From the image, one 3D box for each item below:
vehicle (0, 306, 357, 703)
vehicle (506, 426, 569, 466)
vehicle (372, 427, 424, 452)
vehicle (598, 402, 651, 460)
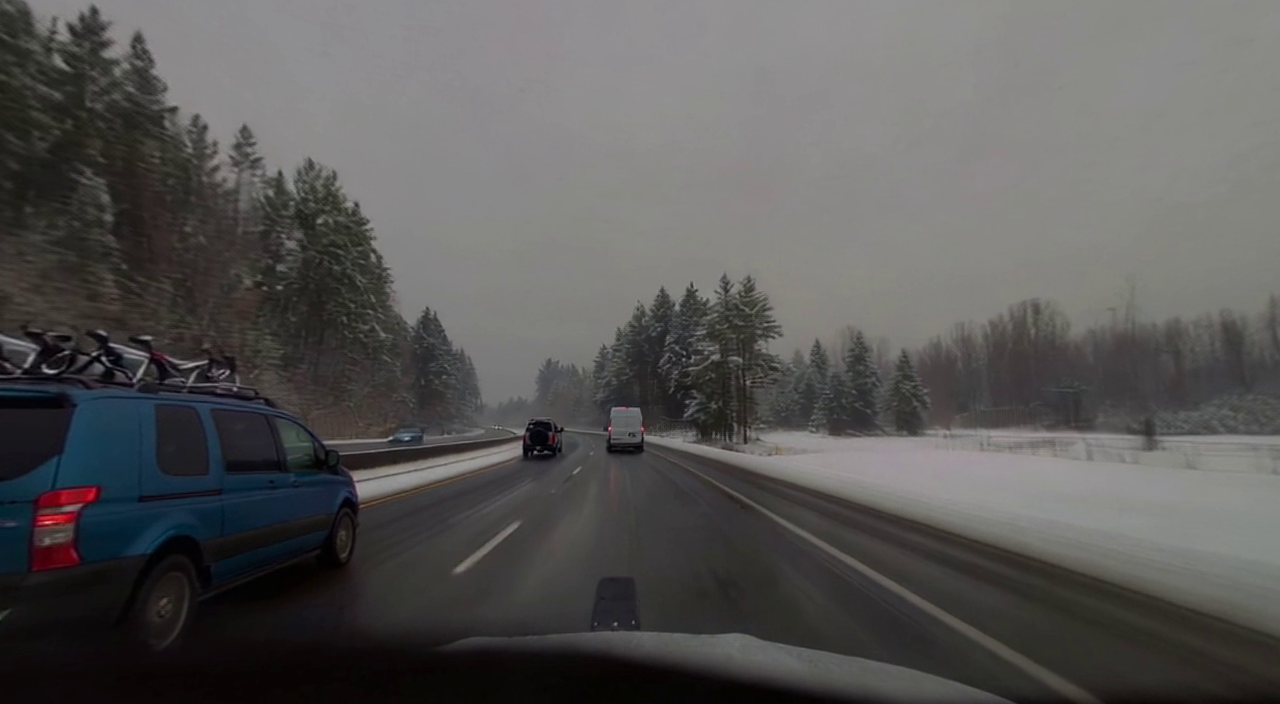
[{"bbox_3d":[-3.672,0.830,3.545,2.069,1.751,4.720,0,-8,-2],"label":"vehicle"},{"bbox_3d":[-4.434,4.139,28.041,2.110,1.636,4.453,0,-8,-1],"label":"vehicle"},{"bbox_3d":[-17.417,6.331,45.631,1.896,1.674,4.911,0,-8,-1],"label":"vehicle"},{"bbox_3d":[-0.905,4.380,34.710,2.647,2.896,6.480,0,-8,-2],"label":"vehicle"}]
